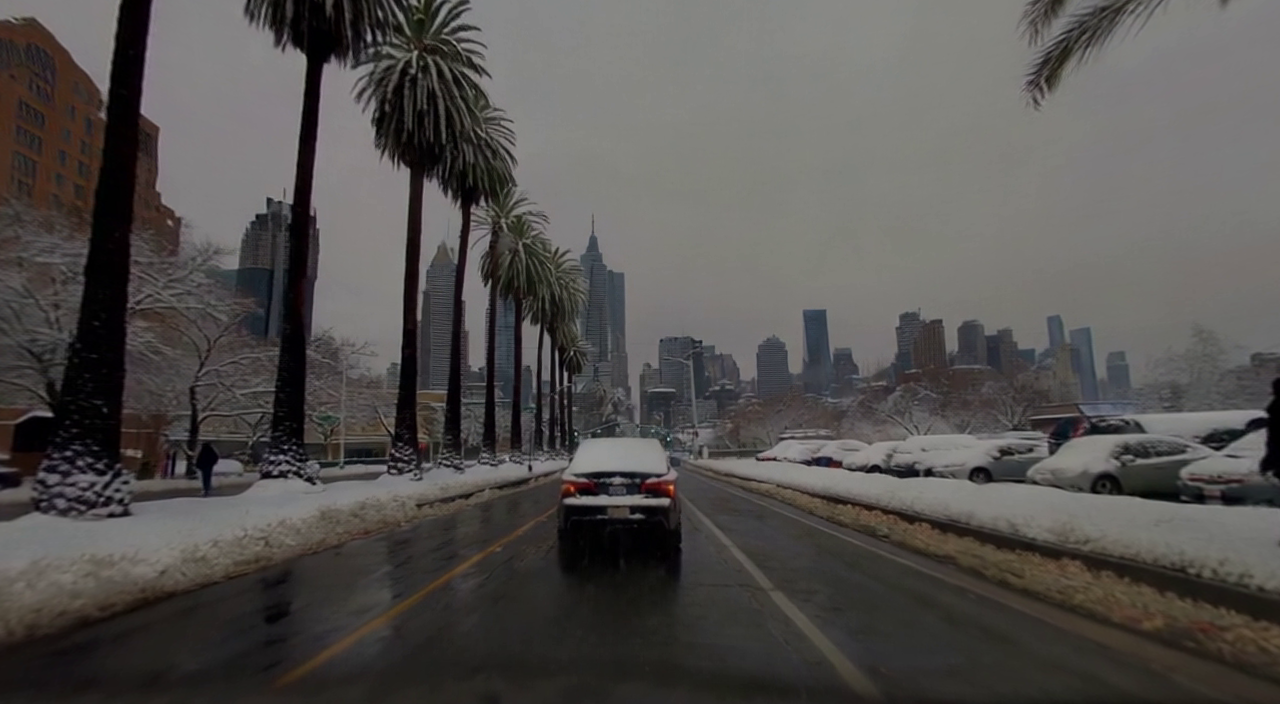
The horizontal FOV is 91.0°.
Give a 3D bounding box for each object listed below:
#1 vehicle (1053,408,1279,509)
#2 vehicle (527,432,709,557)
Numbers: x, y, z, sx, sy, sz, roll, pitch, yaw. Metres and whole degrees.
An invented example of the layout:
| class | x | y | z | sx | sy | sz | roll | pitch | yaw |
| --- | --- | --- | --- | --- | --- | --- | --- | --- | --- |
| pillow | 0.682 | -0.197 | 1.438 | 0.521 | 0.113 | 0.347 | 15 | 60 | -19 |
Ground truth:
| class | x | y | z | sx | sy | sz | roll | pitch | yaw |
| --- | --- | --- | --- | --- | --- | --- | --- | --- | --- |
| vehicle | 12.905 | 2.332 | 14.187 | 5.301 | 1.962 | 2.431 | -3 | -8 | 4 |
| vehicle | -0.262 | 2.054 | 9.767 | 2.235 | 1.528 | 3.876 | 0 | -9 | 0 |
